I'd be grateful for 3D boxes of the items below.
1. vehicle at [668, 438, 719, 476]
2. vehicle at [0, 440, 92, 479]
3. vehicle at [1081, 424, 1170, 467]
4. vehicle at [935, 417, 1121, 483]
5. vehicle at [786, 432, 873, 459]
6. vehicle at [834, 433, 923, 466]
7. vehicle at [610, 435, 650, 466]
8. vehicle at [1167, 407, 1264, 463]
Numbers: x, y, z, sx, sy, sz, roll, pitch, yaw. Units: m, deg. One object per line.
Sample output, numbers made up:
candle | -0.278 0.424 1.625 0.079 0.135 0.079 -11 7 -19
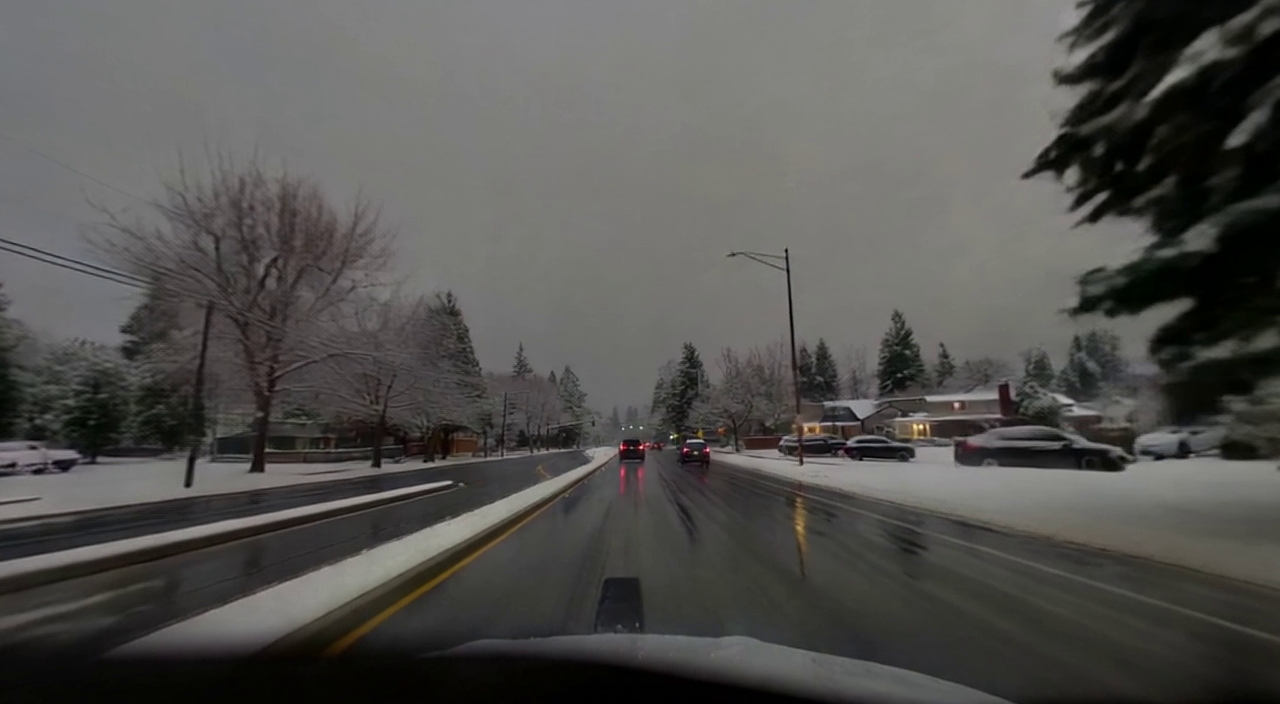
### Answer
vehicle | 2.425 4.886 29.630 2.003 1.614 4.072 0 -8 -1
vehicle | -33.489 5.690 33.702 5.899 1.996 2.367 5 -10 -29
vehicle | 18.910 3.619 24.499 1.997 1.465 5.075 -8 -12 44
vehicle | 11.191 2.869 18.464 2.047 1.682 4.074 8 -12 -40
vehicle | 11.282 5.605 37.836 4.557 1.509 1.971 -8 -12 44
vehicle | 11.343 4.643 30.183 1.799 1.431 3.486 8 -12 -44
vehicle | -0.656 6.570 42.192 2.488 1.881 4.814 0 -8 -1
vehicle | 18.740 2.743 20.494 1.996 1.607 4.492 -8 -12 44
